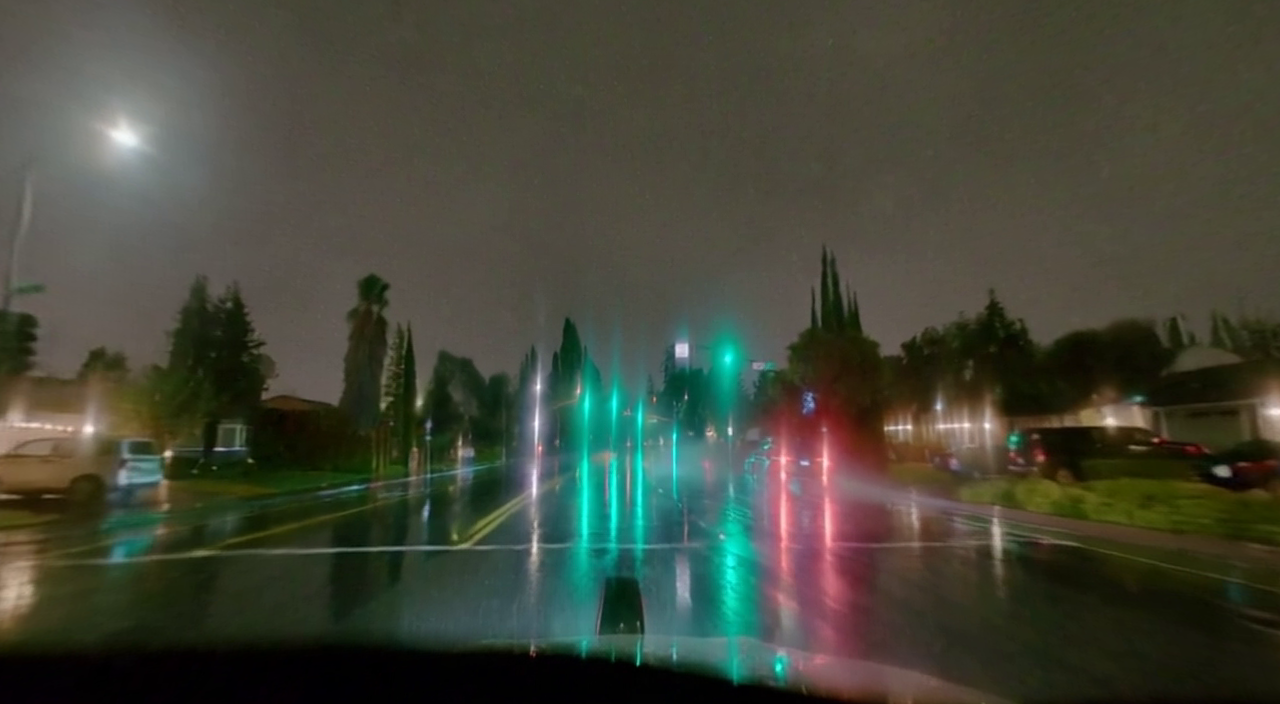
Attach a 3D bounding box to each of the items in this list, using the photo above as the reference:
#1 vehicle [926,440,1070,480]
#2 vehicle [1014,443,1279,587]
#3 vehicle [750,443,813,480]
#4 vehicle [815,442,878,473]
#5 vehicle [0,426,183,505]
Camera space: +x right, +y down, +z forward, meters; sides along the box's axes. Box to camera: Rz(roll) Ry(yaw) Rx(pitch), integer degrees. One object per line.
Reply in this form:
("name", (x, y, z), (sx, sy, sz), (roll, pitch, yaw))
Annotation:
("vehicle", (13.692, 4.143, 24.374), (4.366, 1.457, 1.910), (-1, -8, 3))
("vehicle", (7.676, 2.073, 8.671), (1.934, 1.504, 4.928), (4, -9, -3))
("vehicle", (7.023, 5.458, 31.781), (2.064, 1.498, 4.877), (5, -8, 2))
("vehicle", (10.936, 5.613, 33.795), (1.925, 1.490, 4.475), (-1, -9, 2))
("vehicle", (-17.547, 3.389, 19.224), (5.096, 2.070, 2.687), (2, -9, 2))
